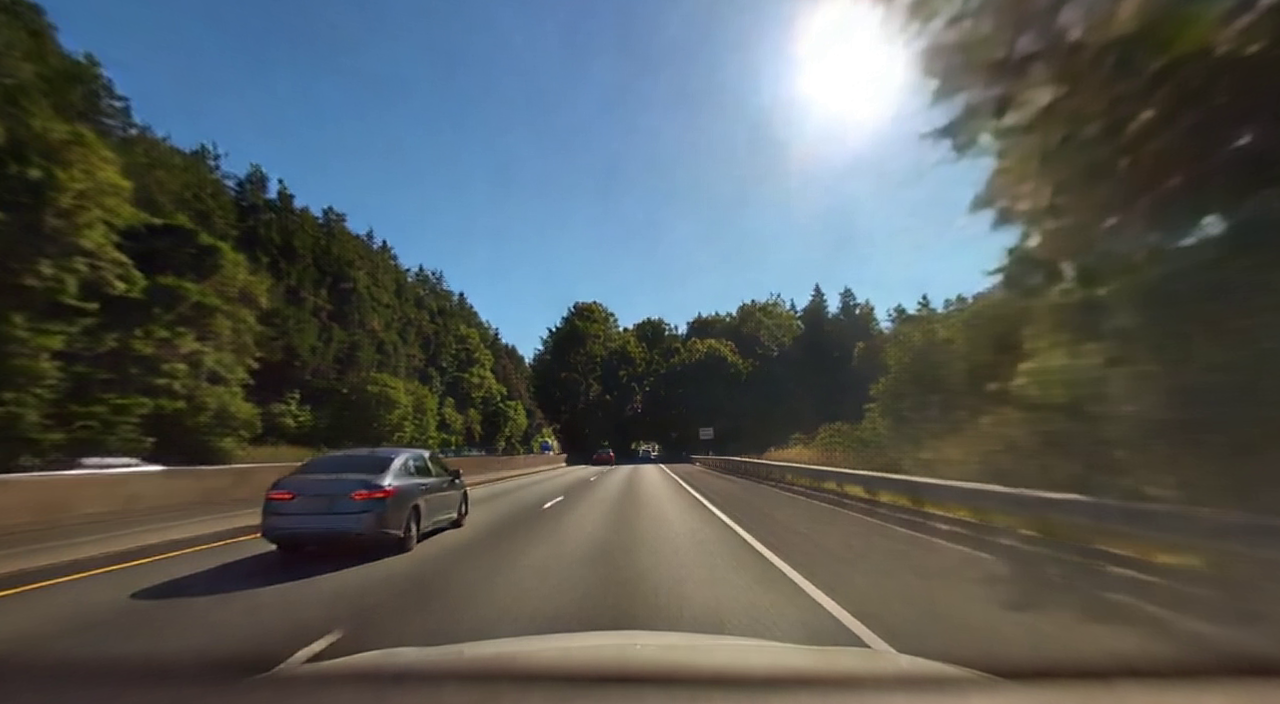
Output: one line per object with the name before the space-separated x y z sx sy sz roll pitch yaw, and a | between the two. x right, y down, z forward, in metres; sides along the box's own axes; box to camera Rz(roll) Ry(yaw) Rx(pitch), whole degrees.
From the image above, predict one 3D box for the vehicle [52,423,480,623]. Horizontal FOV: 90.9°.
vehicle | -3.441 1.668 7.160 1.969 1.505 4.636 0 -9 1
